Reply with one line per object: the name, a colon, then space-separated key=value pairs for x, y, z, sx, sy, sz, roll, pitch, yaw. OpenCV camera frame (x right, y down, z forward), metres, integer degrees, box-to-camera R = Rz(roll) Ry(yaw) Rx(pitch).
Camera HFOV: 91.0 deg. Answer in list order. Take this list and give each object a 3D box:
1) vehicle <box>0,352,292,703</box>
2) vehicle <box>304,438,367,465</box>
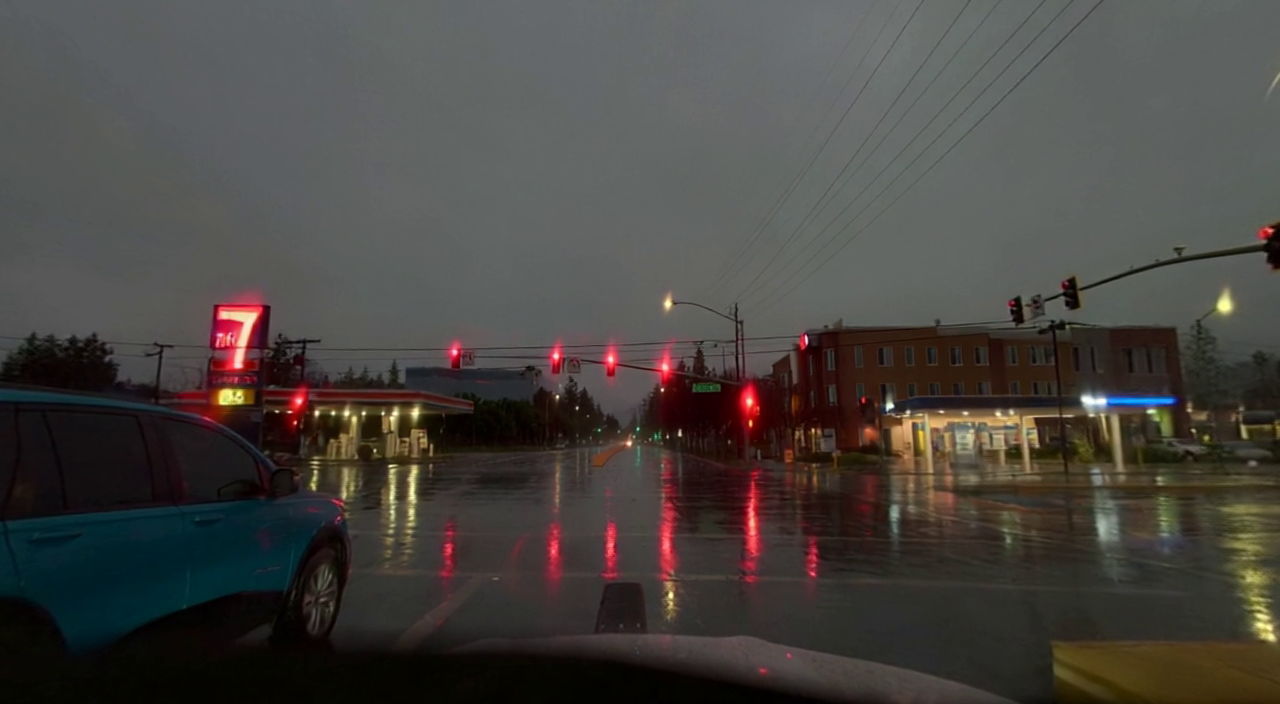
vehicle: x=-3.431 y=0.805 z=2.042 sx=2.053 sy=1.690 sz=4.364 roll=0 pitch=-9 yaw=1
vehicle: x=-20.468 y=6.726 z=42.533 sx=2.004 sy=1.699 sz=4.486 roll=0 pitch=-9 yaw=0
